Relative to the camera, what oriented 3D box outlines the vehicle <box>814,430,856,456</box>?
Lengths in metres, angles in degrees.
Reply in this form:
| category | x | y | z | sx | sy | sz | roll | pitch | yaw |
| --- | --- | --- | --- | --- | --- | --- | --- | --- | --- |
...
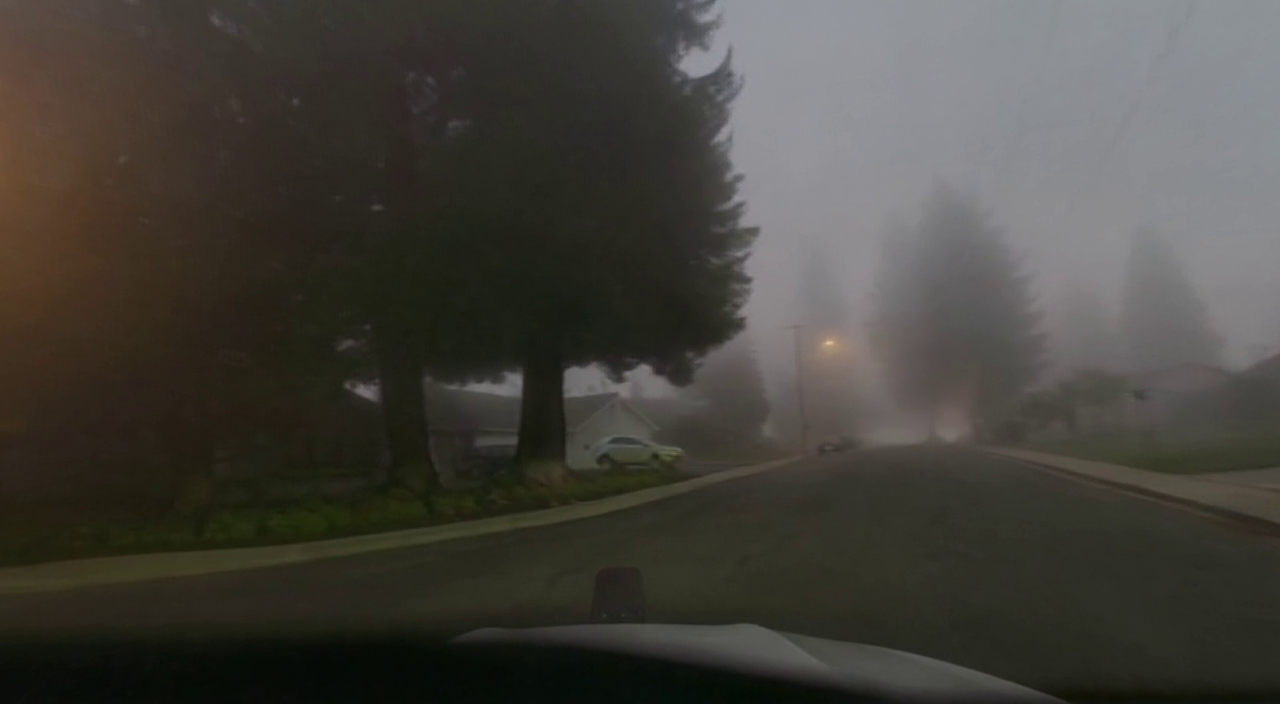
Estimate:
| category | x | y | z | sx | sy | sz | roll | pitch | yaw |
| --- | --- | --- | --- | --- | --- | --- | --- | --- | --- |
| vehicle | 14.637 | 6.802 | 47.164 | 2.319 | 1.758 | 4.545 | -5 | -9 | 24 |

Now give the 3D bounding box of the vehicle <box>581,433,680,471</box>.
| category | x | y | z | sx | sy | sz | roll | pitch | yaw |
| --- | --- | --- | --- | --- | --- | --- | --- | --- | --- |
| vehicle | -0.488 | 5.003 | 31.567 | 4.559 | 1.745 | 1.918 | -5 | -9 | 21 |

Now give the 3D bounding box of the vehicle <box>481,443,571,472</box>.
| category | x | y | z | sx | sy | sz | roll | pitch | yaw |
| --- | --- | --- | --- | --- | --- | --- | --- | --- | --- |
| vehicle | -6.214 | 5.734 | 34.409 | 4.531 | 1.470 | 1.855 | -5 | -9 | 24 |
